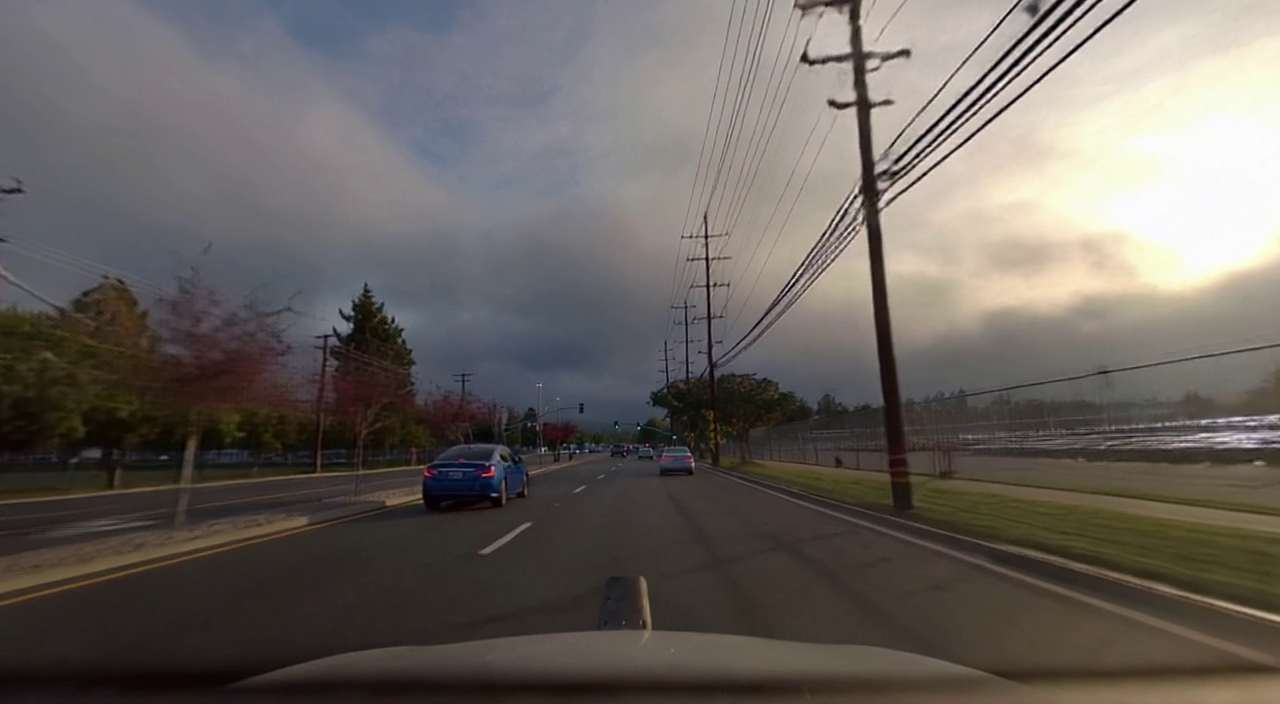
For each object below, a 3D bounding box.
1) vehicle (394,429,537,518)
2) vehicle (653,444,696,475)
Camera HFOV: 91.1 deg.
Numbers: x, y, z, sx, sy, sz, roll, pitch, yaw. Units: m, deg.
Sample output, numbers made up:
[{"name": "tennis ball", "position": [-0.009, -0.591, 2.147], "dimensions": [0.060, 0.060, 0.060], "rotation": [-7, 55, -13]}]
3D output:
[{"name": "vehicle", "position": [-3.754, 2.681, 14.426], "dimensions": [1.950, 1.692, 4.397], "rotation": [0, -8, 1]}, {"name": "vehicle", "position": [1.709, 5.517, 32.524], "dimensions": [2.059, 1.486, 3.980], "rotation": [0, -8, 1]}]
